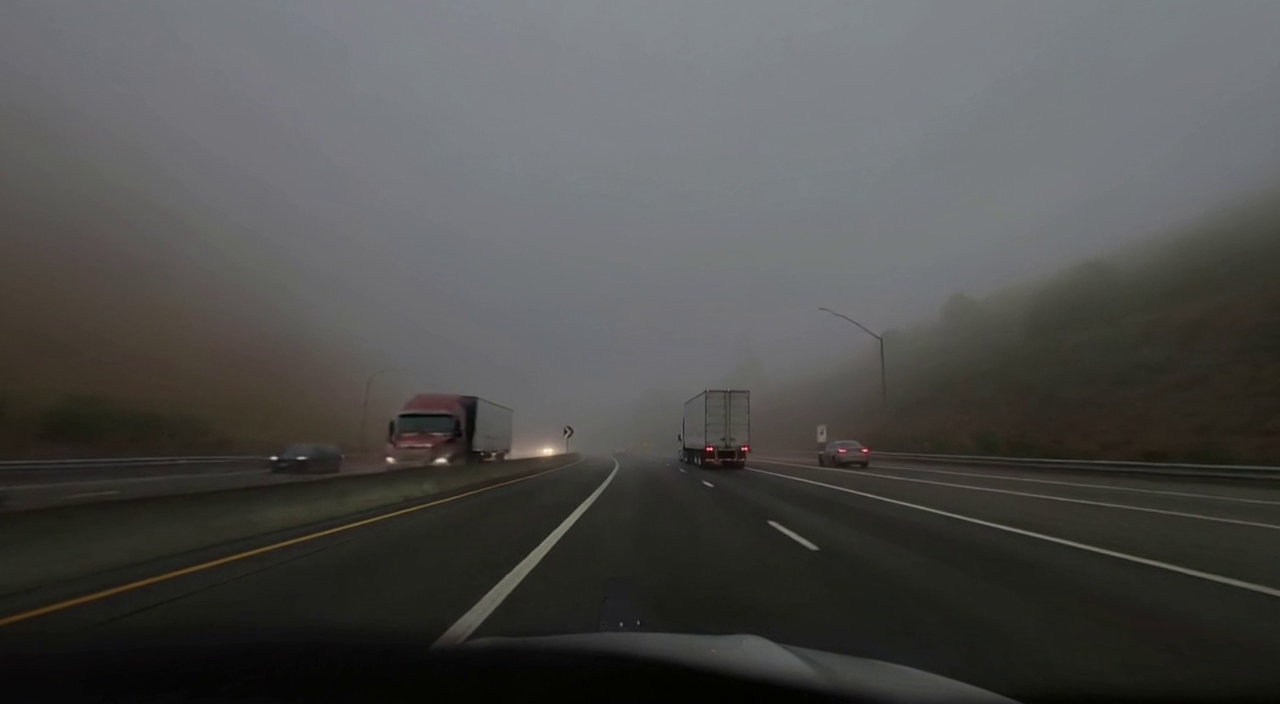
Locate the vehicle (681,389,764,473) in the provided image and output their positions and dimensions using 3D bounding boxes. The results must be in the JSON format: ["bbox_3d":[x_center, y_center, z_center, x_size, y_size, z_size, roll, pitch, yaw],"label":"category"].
[{"bbox_3d":[4.256,4.552,35.276,3.049,3.968,10.706,0,-9,-1],"label":"vehicle"}]

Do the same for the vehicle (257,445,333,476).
[{"bbox_3d":[-20.230,6.364,37.183,1.995,1.714,4.416,0,-9,-1],"label":"vehicle"}]

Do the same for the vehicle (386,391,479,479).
[{"bbox_3d":[-8.902,3.633,27.415,2.873,3.553,3.144,0,-9,-1],"label":"vehicle"}]

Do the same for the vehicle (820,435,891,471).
[{"bbox_3d":[11.481,5.423,33.923,2.046,1.741,4.769,0,-9,-1],"label":"vehicle"}]
